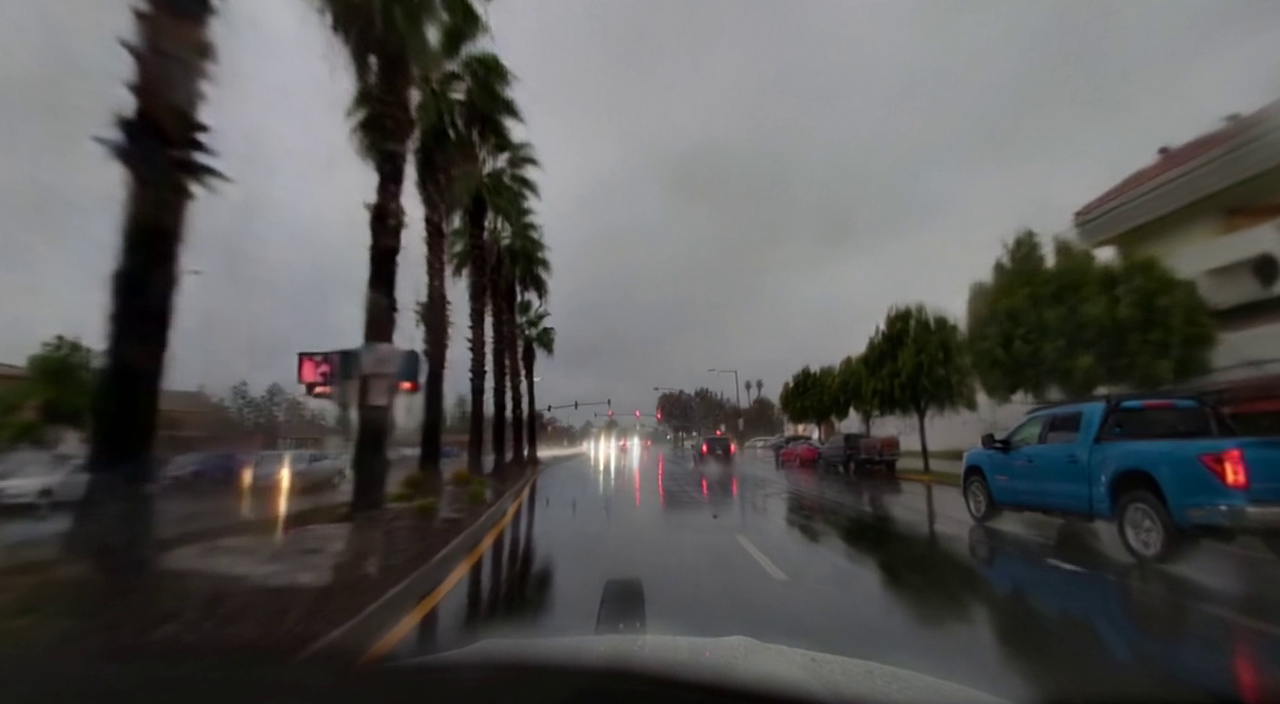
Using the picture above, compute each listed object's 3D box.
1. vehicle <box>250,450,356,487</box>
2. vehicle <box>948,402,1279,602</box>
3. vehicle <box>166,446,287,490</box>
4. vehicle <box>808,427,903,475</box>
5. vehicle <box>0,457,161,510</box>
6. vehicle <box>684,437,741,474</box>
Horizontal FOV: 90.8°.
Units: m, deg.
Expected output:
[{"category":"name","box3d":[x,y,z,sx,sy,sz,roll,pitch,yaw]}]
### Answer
[{"category":"vehicle","box3d":[-15.458,5.334,29.366,2.174,1.509,4.958,0,-9,0]},{"category":"vehicle","box3d":[6.238,1.610,7.775,2.140,1.606,5.437,0,-9,0]},{"category":"vehicle","box3d":[-19.005,5.299,29.428,2.066,1.825,5.291,0,-9,0]},{"category":"vehicle","box3d":[10.332,4.820,30.944,2.417,2.061,5.980,0,-9,-1]},{"category":"vehicle","box3d":[-19.318,4.396,21.626,1.871,1.519,5.002,0,-9,1]},{"category":"vehicle","box3d":[3.176,4.631,28.428,1.889,1.541,4.303,0,-9,-2]}]
